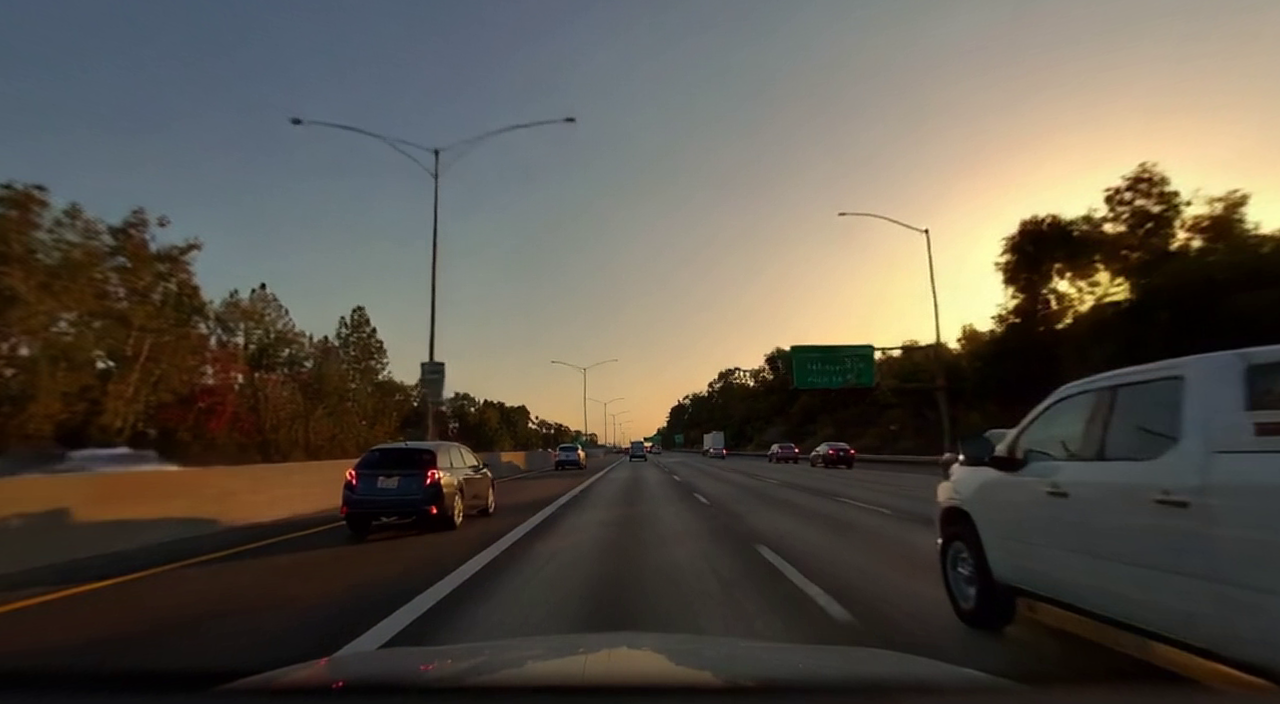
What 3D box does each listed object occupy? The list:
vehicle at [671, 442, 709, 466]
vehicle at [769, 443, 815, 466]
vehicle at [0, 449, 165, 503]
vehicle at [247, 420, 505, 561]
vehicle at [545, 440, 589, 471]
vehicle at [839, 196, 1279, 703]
[{"bbox_3d":[3.169,6.628,41.134,2.007,1.469,4.337,0,-8,-2],"label":"vehicle"},{"bbox_3d":[9.693,6.548,40.592,1.910,1.384,3.867,0,-8,-1],"label":"vehicle"},{"bbox_3d":[-18.950,4.104,21.432,2.069,1.561,4.661,0,-8,-1],"label":"vehicle"},{"bbox_3d":[-3.611,1.974,9.763,2.119,1.654,4.353,0,-8,0],"label":"vehicle"},{"bbox_3d":[-4.028,5.774,35.411,1.992,1.651,4.185,0,-8,0],"label":"vehicle"},{"bbox_3d":[2.768,0.633,2.308,2.200,1.870,5.649,0,-8,0],"label":"vehicle"}]
